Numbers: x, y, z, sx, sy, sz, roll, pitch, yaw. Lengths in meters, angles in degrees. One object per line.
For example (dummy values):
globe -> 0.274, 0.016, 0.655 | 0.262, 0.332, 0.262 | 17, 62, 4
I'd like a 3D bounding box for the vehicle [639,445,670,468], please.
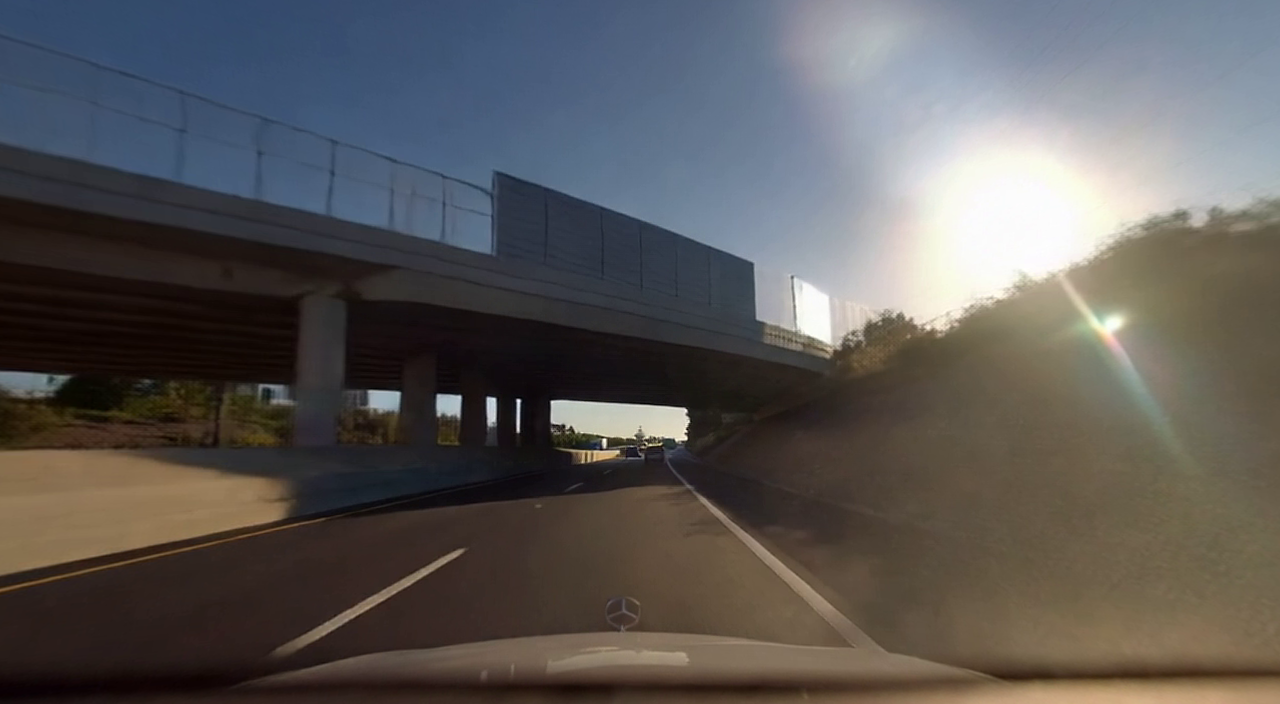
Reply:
vehicle -> 1.133, 7.844, 47.367 | 2.221, 1.603, 4.149 | 0, -9, 2
